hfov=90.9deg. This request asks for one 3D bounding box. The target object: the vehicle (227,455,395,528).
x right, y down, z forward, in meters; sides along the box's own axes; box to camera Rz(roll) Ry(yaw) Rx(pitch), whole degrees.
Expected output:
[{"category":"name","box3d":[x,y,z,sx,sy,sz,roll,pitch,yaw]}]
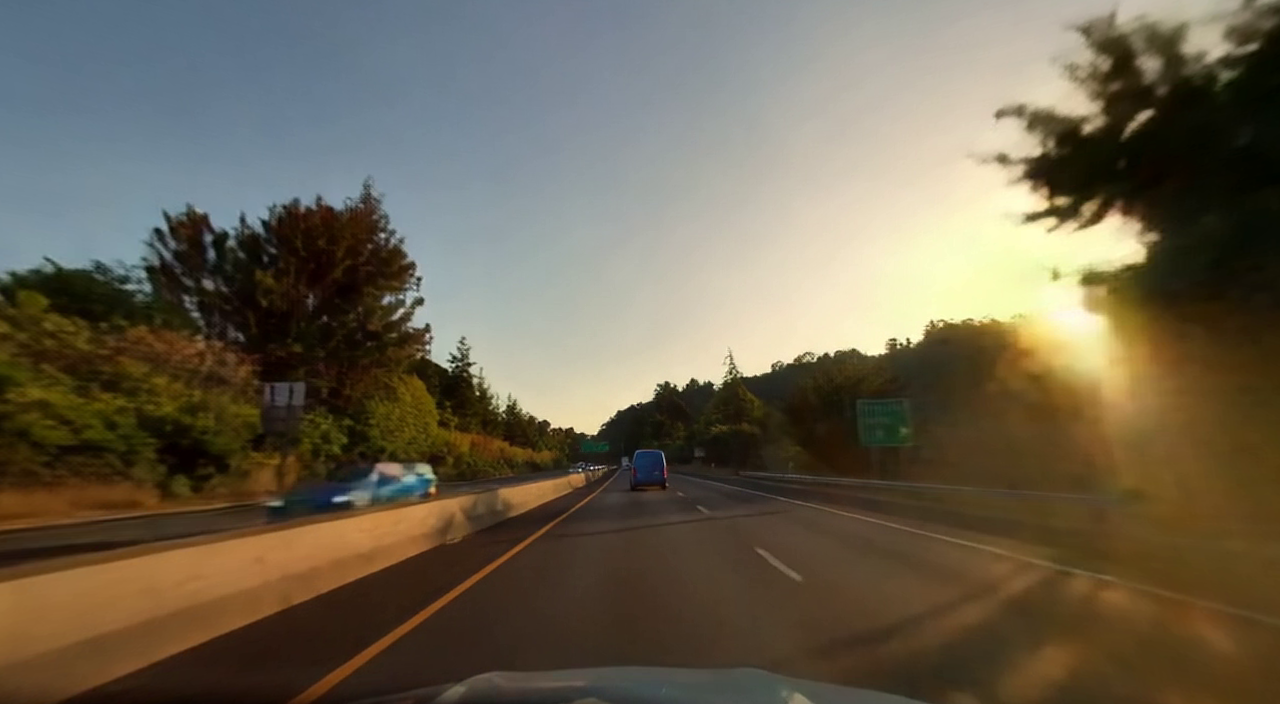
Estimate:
[{"category":"vehicle","box3d":[-7.981,3.430,15.833,1.980,1.534,4.116,1,-10,0]}]

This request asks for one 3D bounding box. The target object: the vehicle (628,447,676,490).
[{"category":"vehicle","box3d":[0.592,6.496,35.055,2.429,2.167,4.558,1,-10,-1]}]
